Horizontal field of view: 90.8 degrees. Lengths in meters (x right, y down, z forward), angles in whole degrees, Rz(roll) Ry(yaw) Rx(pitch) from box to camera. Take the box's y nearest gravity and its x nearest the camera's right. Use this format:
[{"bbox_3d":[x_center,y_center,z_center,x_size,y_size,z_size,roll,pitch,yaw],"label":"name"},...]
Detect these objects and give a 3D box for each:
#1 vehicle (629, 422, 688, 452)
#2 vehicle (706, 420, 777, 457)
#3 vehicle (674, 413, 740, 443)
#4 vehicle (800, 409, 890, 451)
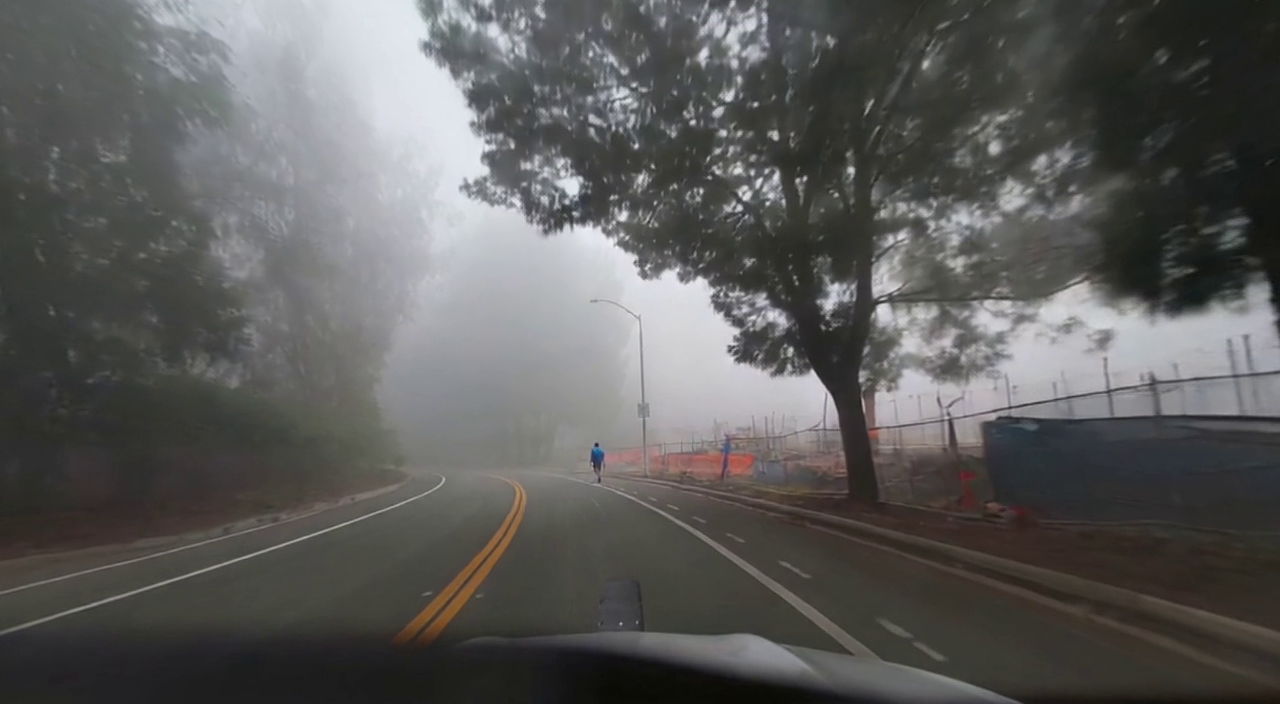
[{"bbox_3d":[1.494,6.715,49.728,4.180,1.880,2.028,12,-12,-35],"label":"vehicle"},{"bbox_3d":[5.673,4.878,35.317,3.451,1.504,1.652,9,-14,-8],"label":"vehicle"},{"bbox_3d":[4.513,5.152,42.798,3.916,1.765,1.785,-2,-7,-19],"label":"vehicle"},{"bbox_3d":[7.823,3.062,24.454,1.635,1.445,3.563,1,-9,-13],"label":"vehicle"}]
